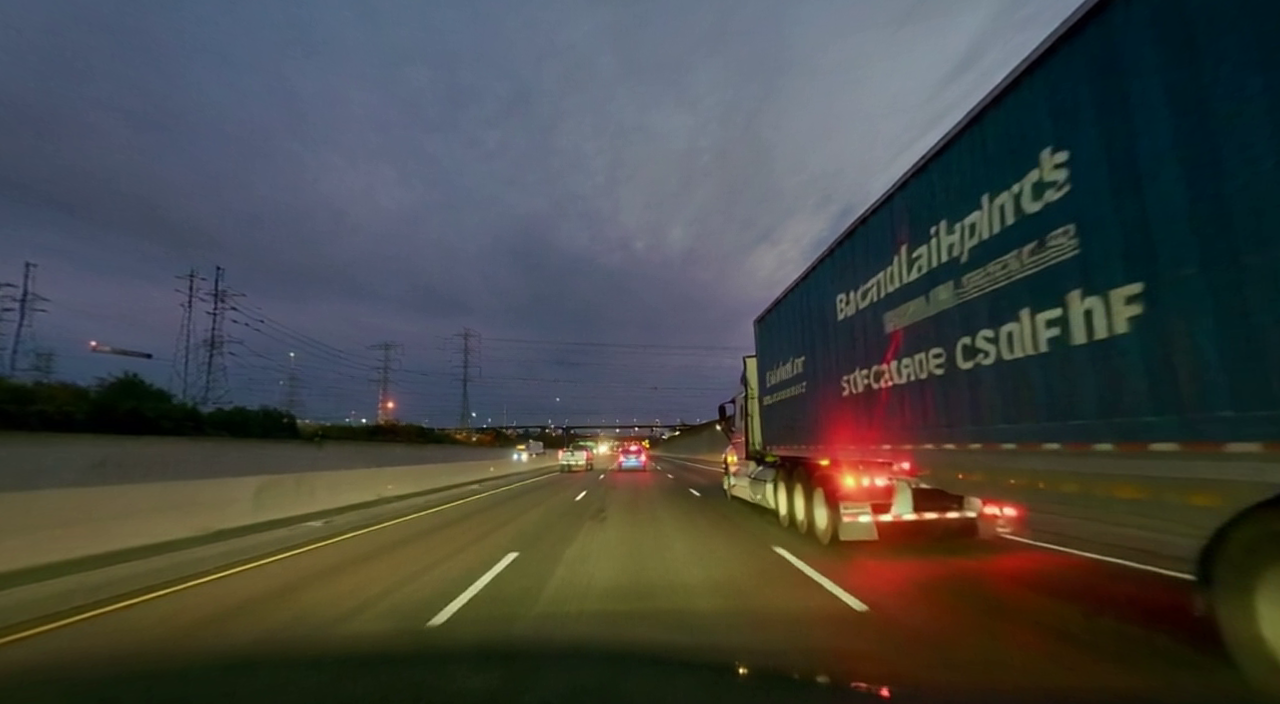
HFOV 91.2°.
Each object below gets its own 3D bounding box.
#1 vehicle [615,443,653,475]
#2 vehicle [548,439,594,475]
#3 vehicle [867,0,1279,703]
[{"bbox_3d":[-0.354,5.944,35.010,2.004,1.615,4.113,0,-9,0],"label":"vehicle"},{"bbox_3d":[-3.910,6.060,36.360,2.077,1.884,4.961,0,-9,0],"label":"vehicle"},{"bbox_3d":[3.942,-0.290,2.485,2.859,3.917,8.481,-1,-9,0],"label":"vehicle"}]
